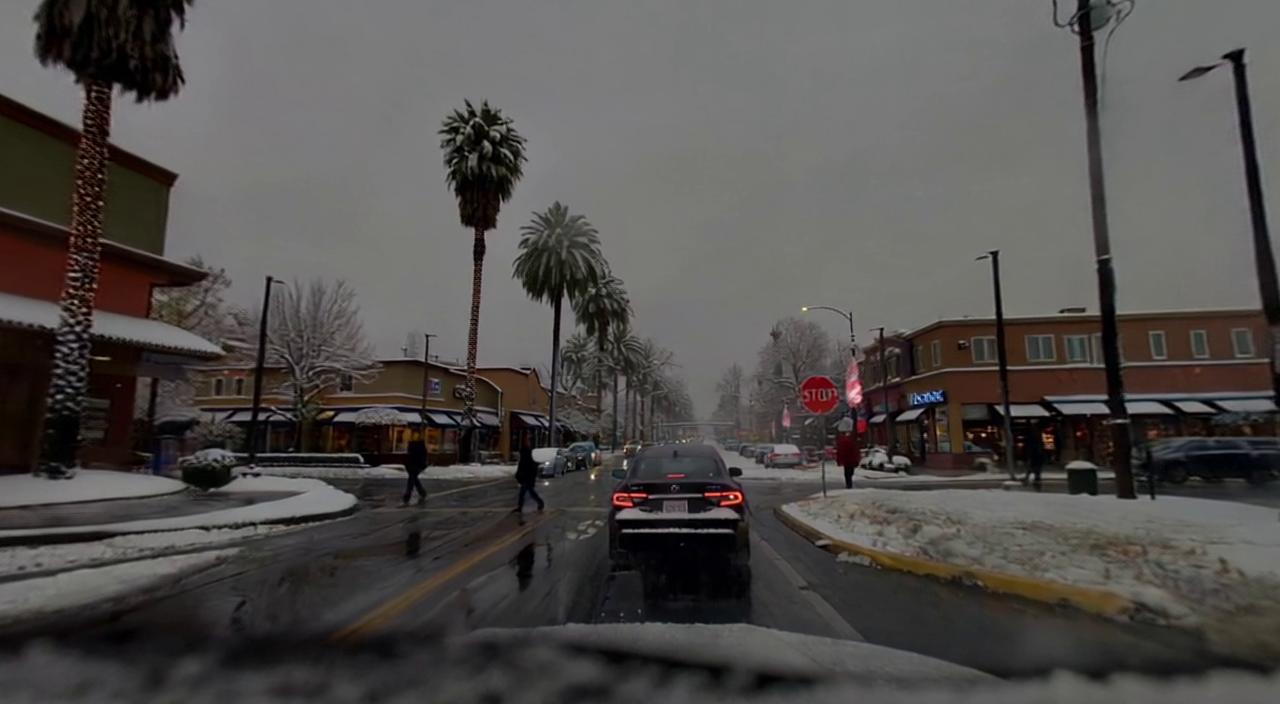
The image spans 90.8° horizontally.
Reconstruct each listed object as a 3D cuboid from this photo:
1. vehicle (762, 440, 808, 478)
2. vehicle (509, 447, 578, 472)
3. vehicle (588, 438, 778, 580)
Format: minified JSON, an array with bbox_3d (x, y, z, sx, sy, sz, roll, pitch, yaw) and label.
[{"bbox_3d":[9.391,6.899,40.956,2.467,2.369,1.577,6,-10,-35],"label":"vehicle"},{"bbox_3d":[-6.913,7.726,45.639,4.529,1.682,1.895,6,-11,-36],"label":"vehicle"},{"bbox_3d":[0.629,1.984,8.827,2.031,1.479,3.969,-1,-9,5],"label":"vehicle"}]
